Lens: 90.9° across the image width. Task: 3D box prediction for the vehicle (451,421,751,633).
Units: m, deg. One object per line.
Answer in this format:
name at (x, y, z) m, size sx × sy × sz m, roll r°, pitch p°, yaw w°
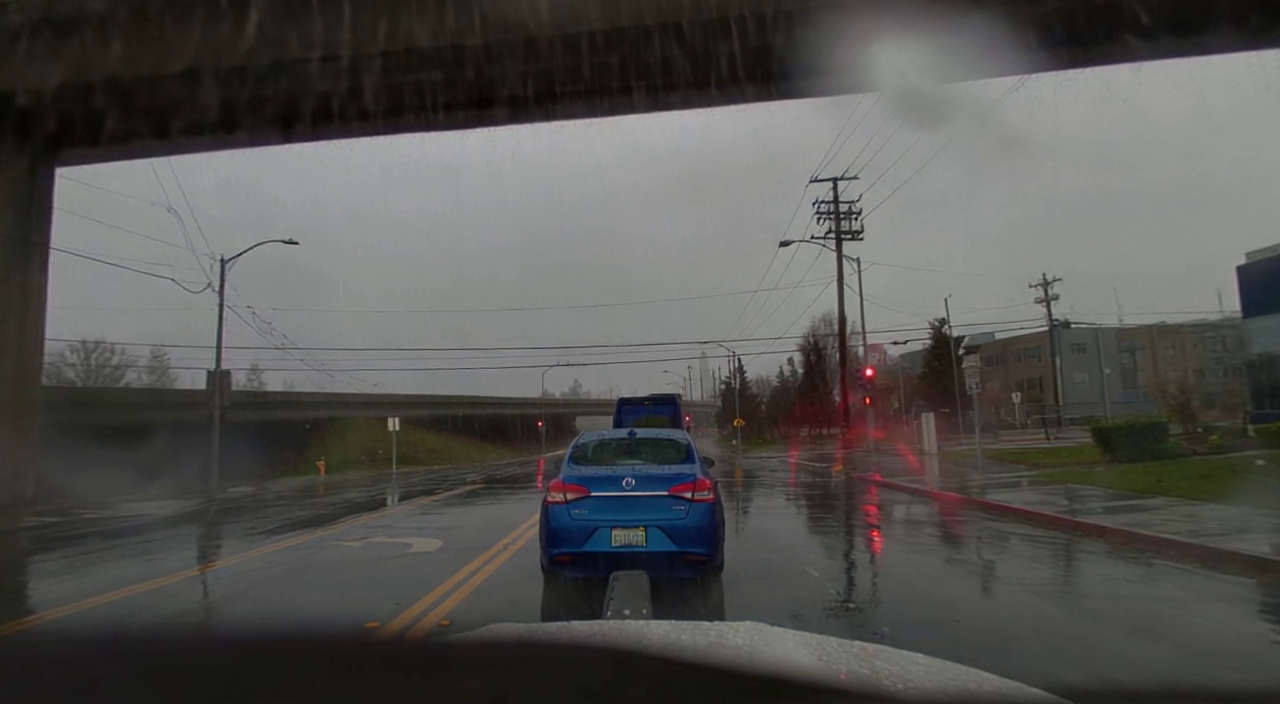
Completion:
vehicle at (-0.236, 1.530, 6.482) m, size 2.090 × 1.458 × 4.033 m, roll -1°, pitch -9°, yaw 1°
